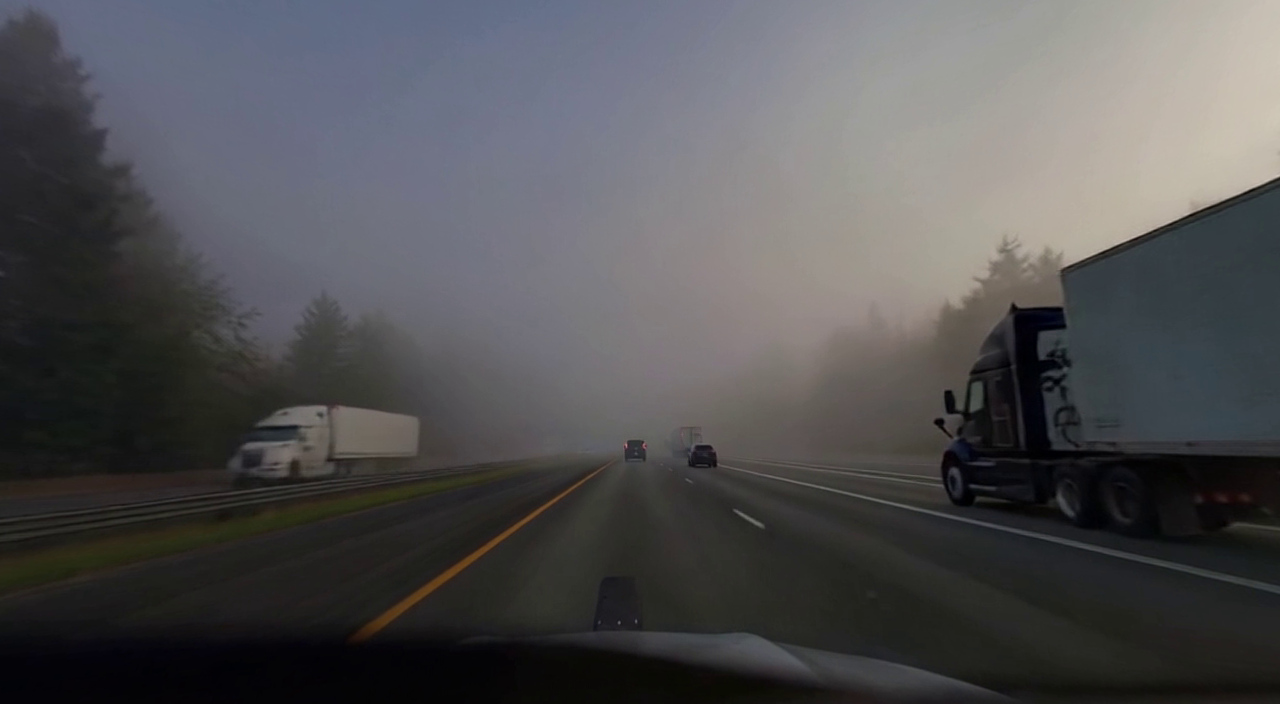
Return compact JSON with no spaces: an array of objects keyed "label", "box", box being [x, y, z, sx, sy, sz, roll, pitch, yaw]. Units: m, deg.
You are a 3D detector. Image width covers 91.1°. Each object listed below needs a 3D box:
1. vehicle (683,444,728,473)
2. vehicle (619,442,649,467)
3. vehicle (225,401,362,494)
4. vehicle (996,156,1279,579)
[{"label":"vehicle","box":[3.615,5.968,35.449,2.025,1.534,4.179,0,-9,-1]},{"label":"vehicle","box":[-0.431,7.424,45.532,2.114,1.706,4.106,0,-9,-1]},{"label":"vehicle","box":[-16.717,4.697,30.961,3.194,4.043,6.006,0,-9,0]},{"label":"vehicle","box":[7.810,-0.243,3.633,3.044,4.073,14.016,0,-9,-1]}]
